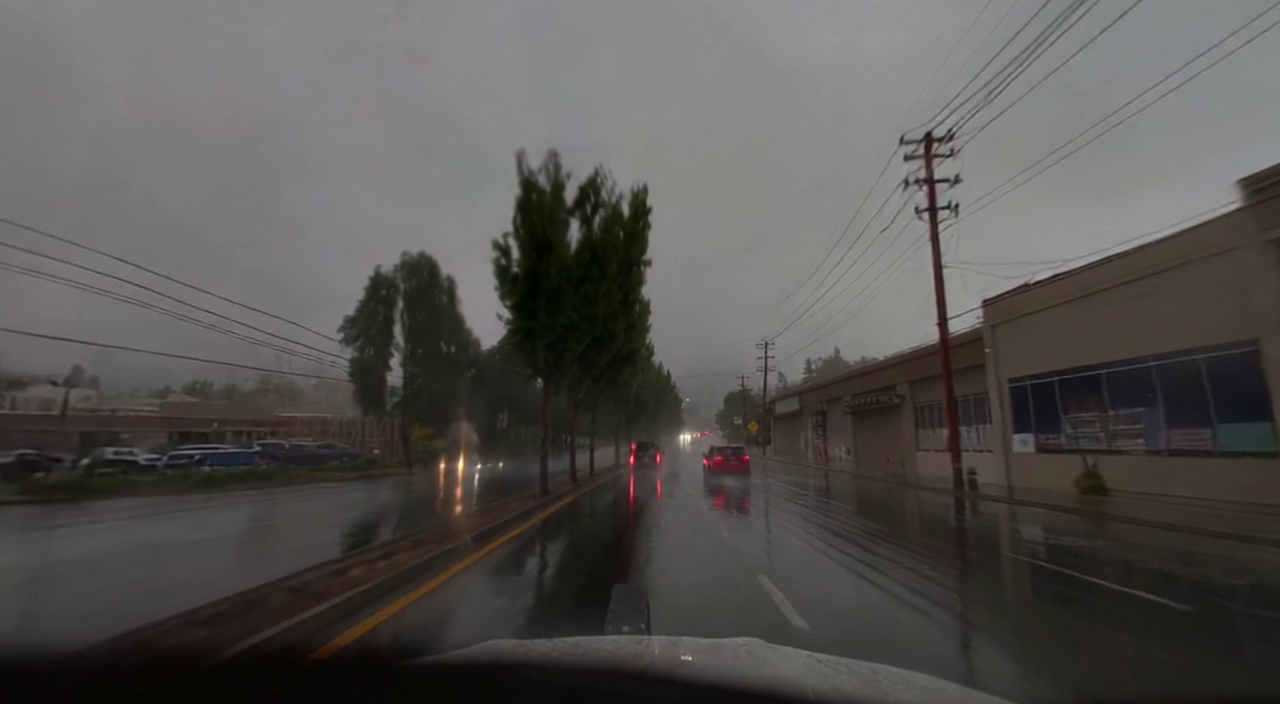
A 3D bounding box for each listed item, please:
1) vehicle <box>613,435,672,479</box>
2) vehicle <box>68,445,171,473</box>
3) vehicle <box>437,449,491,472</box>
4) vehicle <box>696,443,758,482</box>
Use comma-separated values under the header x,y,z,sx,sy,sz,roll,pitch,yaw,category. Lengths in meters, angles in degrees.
x,y,z,sx,sy,sz,roll,pitch,yaw,category
0.168,4.713,28.465,2.441,1.813,4.581,0,-9,1,vehicle
-33.612,6.910,40.836,4.540,1.717,2.066,2,-9,-13,vehicle
-12.548,7.743,45.225,1.995,1.472,4.704,-1,-9,8,vehicle
3.556,4.594,26.568,1.954,1.479,4.557,0,-9,0,vehicle
